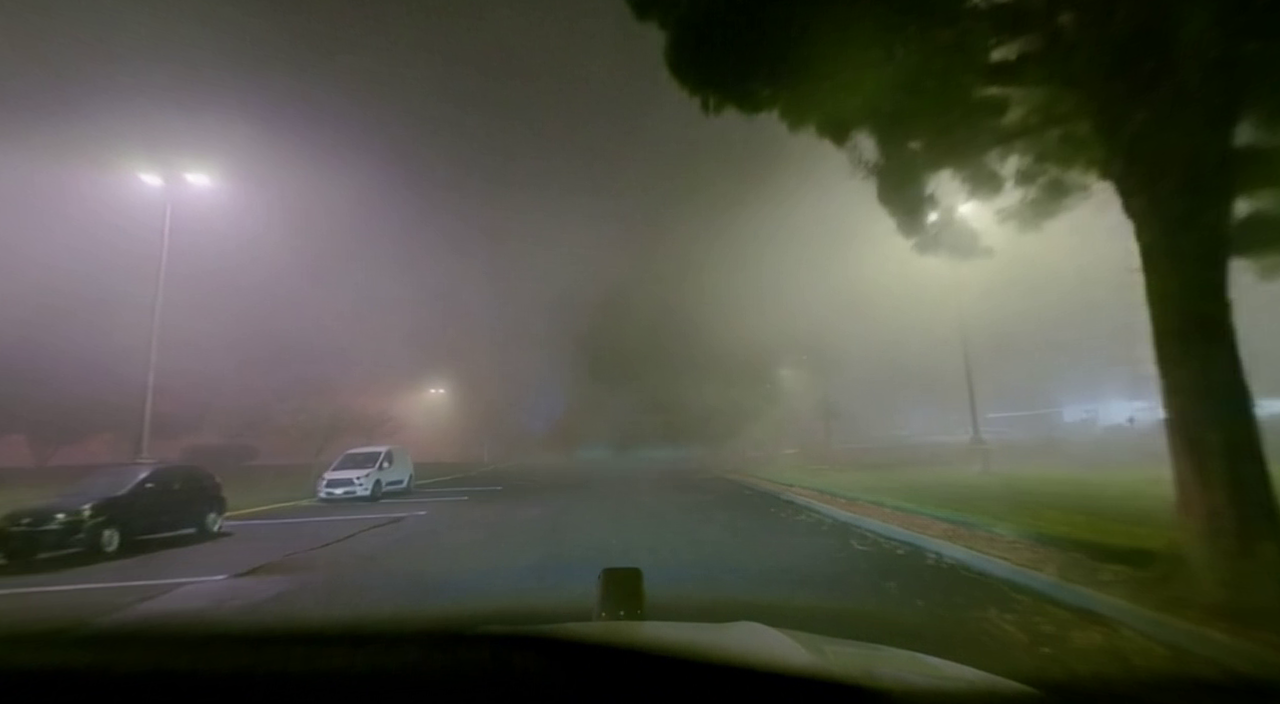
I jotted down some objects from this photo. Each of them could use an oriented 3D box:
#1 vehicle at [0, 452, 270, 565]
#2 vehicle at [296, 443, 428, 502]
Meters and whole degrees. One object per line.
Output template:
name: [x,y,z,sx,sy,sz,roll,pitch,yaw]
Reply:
vehicle: [-9.060,2.627,11.425,2.038,1.525,4.383,0,-8,1]
vehicle: [-9.325,4.049,21.791,2.360,1.741,4.912,0,-8,0]
